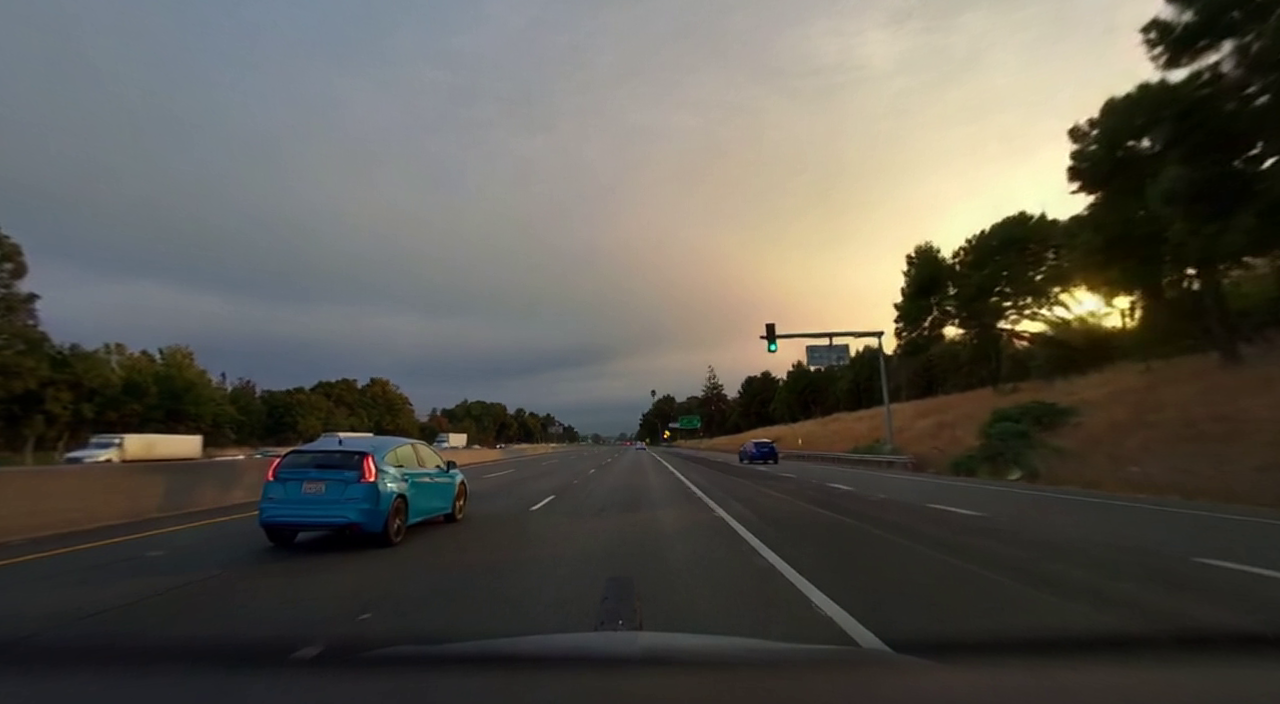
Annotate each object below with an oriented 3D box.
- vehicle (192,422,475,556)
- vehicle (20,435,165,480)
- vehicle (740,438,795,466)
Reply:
[{"bbox_3d":[-4.106,1.902,9.507,1.987,1.516,4.478,0,-8,0],"label":"vehicle"},{"bbox_3d":[-28.418,5.477,33.049,2.300,2.162,5.838,0,-8,0],"label":"vehicle"},{"bbox_3d":[7.333,5.777,36.588,2.049,1.481,4.774,0,-8,-2],"label":"vehicle"}]
